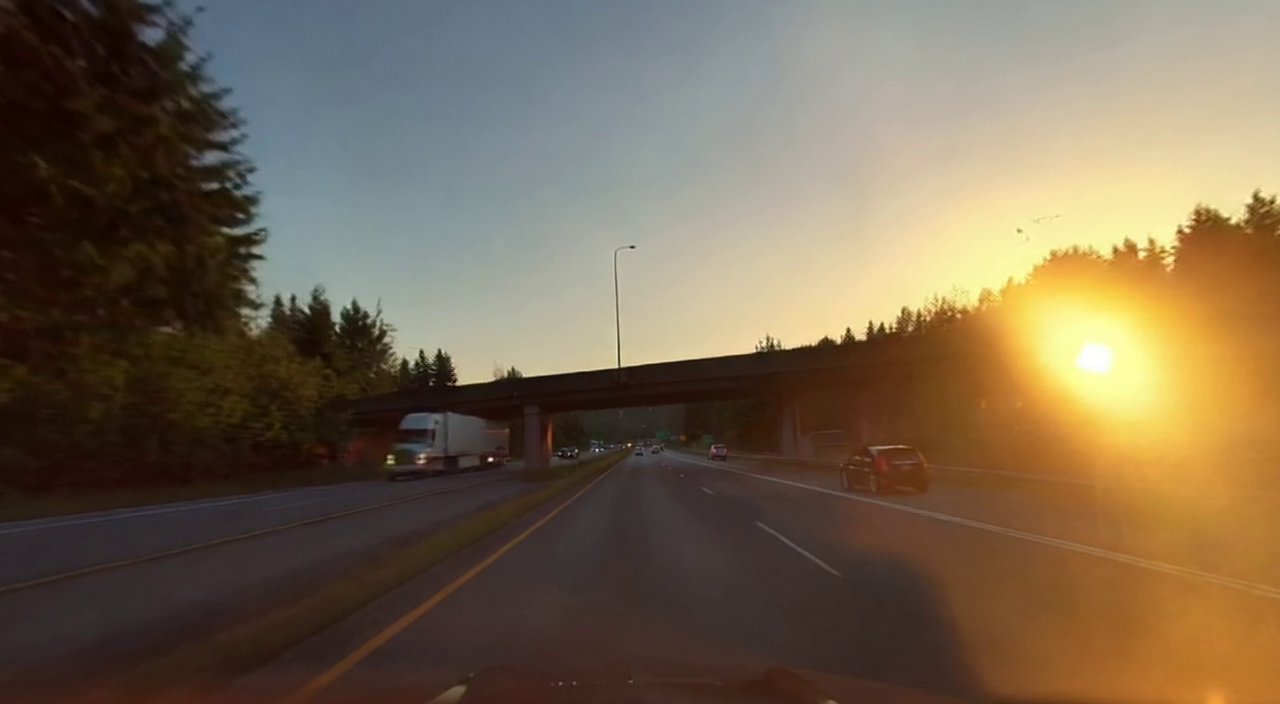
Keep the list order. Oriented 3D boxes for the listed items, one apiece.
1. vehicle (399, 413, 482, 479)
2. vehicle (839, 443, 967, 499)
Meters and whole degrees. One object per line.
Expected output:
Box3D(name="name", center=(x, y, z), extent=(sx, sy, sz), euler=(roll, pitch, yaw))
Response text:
Box3D(name="vehicle", center=(-12.576, 6.050, 40.500), extent=(2.948, 3.836, 6.895), euler=(0, -9, 0))
Box3D(name="vehicle", center=(7.658, 3.492, 18.872), extent=(1.987, 1.473, 4.244), euler=(0, -9, 0))
